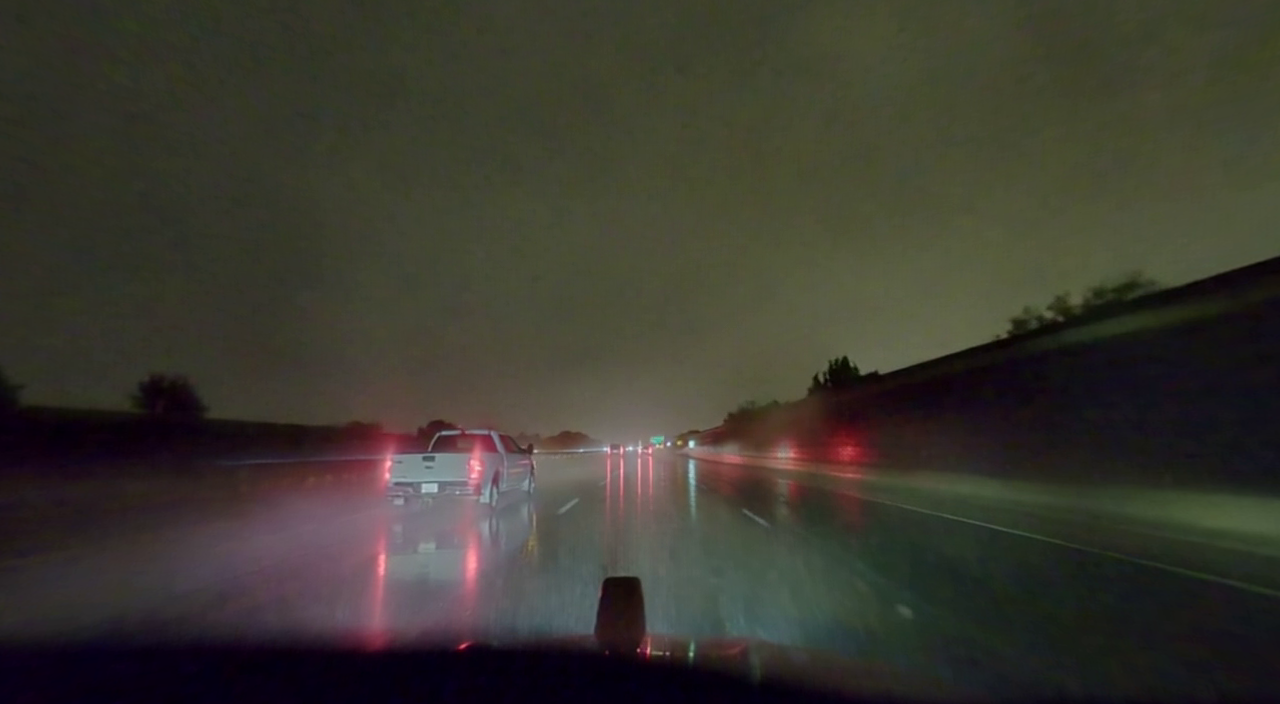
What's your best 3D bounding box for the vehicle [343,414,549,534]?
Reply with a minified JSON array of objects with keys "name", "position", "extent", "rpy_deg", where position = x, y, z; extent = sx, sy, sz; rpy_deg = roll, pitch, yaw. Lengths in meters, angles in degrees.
[{"name":"vehicle","position":[-3.541,2.401,12.992],"extent":[2.379,1.918,5.504],"rpy_deg":[0,-9,1]}]
